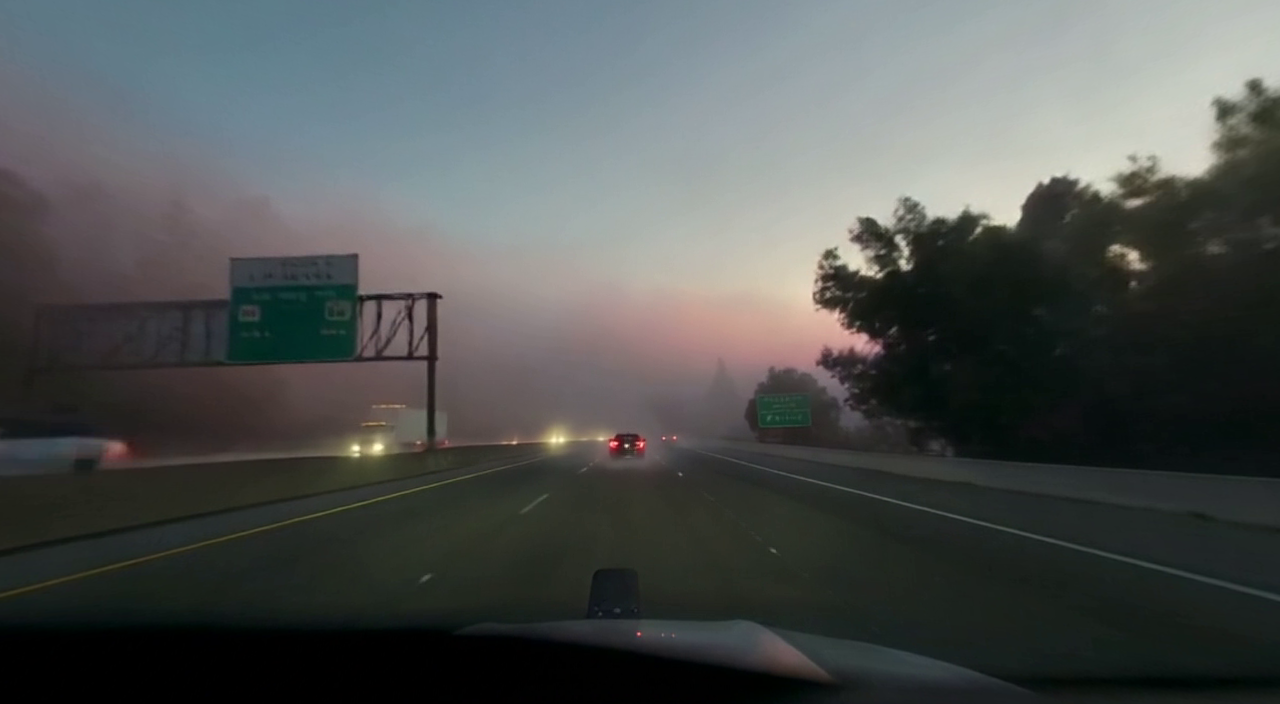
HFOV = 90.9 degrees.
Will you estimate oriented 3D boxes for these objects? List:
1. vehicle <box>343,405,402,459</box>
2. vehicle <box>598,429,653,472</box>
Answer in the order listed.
[{"bbox_3d":[-20.482,6.164,48.416,2.961,4.001,3.172,0,-8,0],"label":"vehicle"},{"bbox_3d":[-0.579,3.979,25.740,2.094,1.600,3.666,0,-8,-1],"label":"vehicle"}]
